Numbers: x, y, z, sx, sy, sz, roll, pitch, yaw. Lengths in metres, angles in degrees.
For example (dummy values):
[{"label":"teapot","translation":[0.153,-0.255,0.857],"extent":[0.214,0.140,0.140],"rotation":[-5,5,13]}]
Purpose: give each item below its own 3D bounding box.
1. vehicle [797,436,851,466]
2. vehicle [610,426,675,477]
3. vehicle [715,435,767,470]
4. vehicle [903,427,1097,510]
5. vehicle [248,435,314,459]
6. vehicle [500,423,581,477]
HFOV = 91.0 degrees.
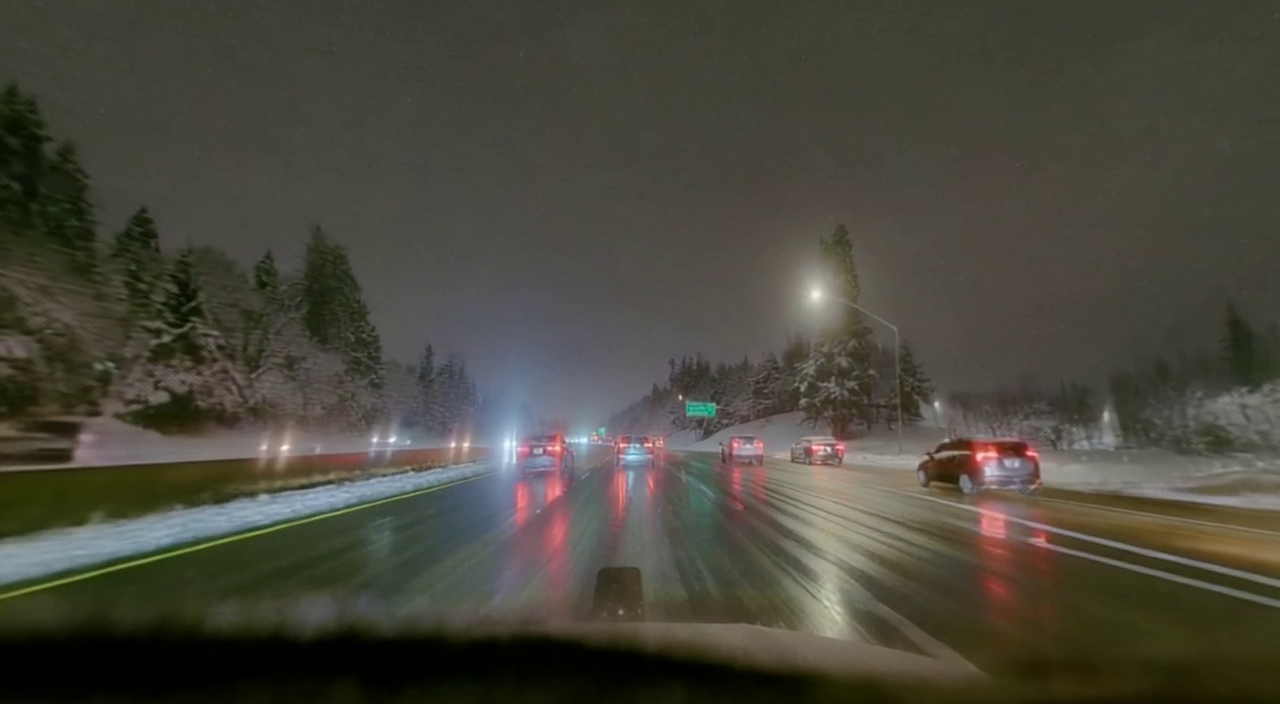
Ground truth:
[{"label":"vehicle","translation":[11.491,6.235,39.596],"extent":[2.010,1.765,4.375],"rotation":[0,-9,-1]},{"label":"vehicle","translation":[0.091,3.671,23.344],"extent":[2.181,1.728,3.970],"rotation":[0,-9,0]},{"label":"vehicle","translation":[5.189,5.254,32.913],"extent":[2.022,1.682,4.226],"rotation":[0,-9,1]},{"label":"vehicle","translation":[7.724,2.527,14.074],"extent":[1.989,1.569,3.964],"rotation":[0,-9,0]},{"label":"vehicle","translation":[-25.531,6.812,44.937],"extent":[1.943,1.603,4.592],"rotation":[0,-9,1]},{"label":"vehicle","translation":[-3.558,3.644,23.534],"extent":[2.199,1.777,4.790],"rotation":[0,-9,1]}]
